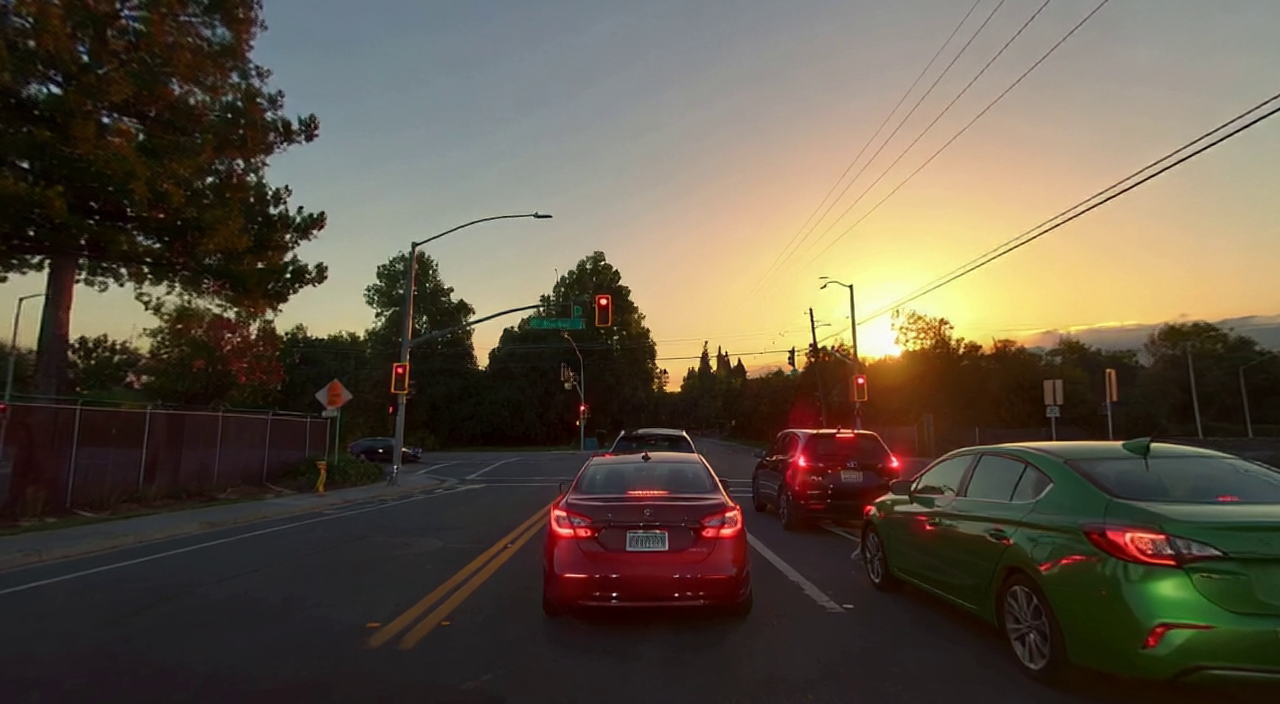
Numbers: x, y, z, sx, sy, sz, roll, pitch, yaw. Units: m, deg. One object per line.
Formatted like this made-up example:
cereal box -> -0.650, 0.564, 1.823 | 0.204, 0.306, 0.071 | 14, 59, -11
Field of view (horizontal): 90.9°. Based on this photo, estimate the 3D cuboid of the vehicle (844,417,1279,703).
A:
vehicle -> 3.094, 1.242, 4.141 | 2.027, 1.432, 4.431 | 0, -8, 0

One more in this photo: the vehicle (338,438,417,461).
vehicle -> -17.222, 6.415, 41.472 | 4.406, 1.458, 1.892 | -1, -8, 7

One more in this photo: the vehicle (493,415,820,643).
vehicle -> 0.069, 1.495, 6.437 | 2.170, 1.497, 4.369 | 0, -8, -1
